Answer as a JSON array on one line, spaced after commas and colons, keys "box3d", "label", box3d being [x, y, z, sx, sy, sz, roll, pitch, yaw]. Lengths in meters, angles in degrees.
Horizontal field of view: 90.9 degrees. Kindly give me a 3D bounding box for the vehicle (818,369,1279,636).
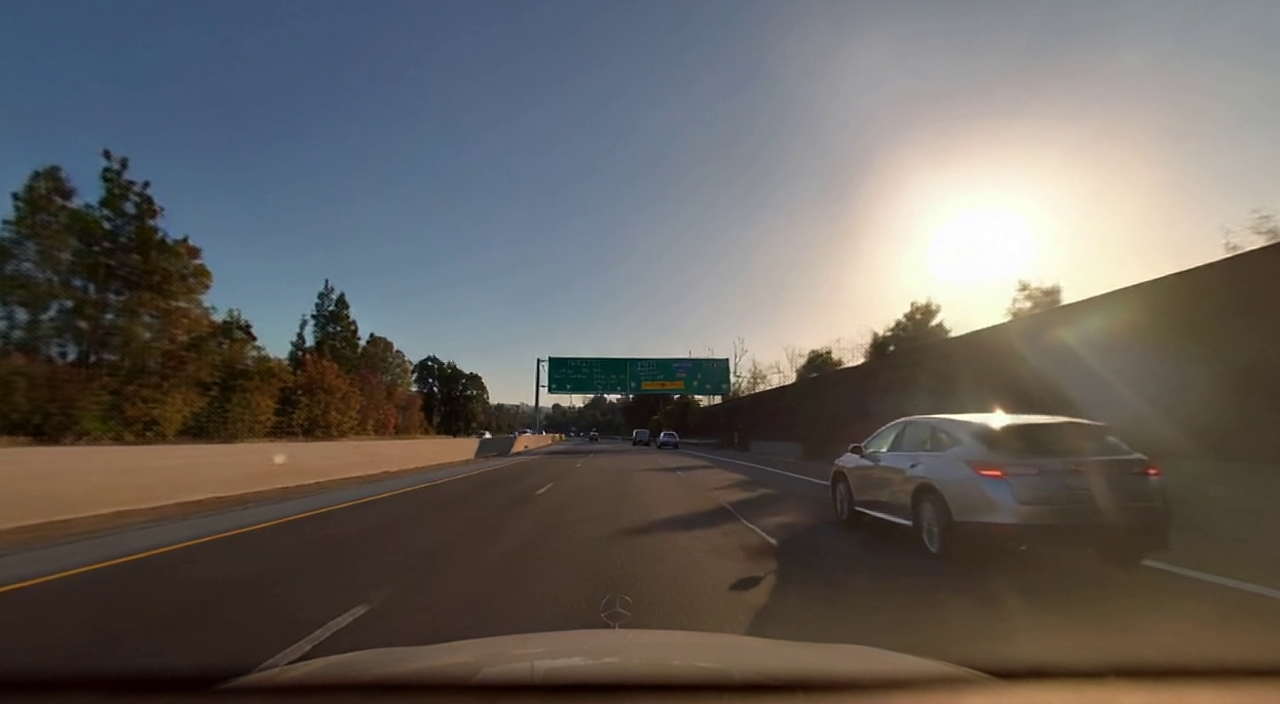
[{"box3d": [3.459, 1.229, 6.133, 2.107, 1.642, 4.331, 0, -8, -1], "label": "vehicle"}]
